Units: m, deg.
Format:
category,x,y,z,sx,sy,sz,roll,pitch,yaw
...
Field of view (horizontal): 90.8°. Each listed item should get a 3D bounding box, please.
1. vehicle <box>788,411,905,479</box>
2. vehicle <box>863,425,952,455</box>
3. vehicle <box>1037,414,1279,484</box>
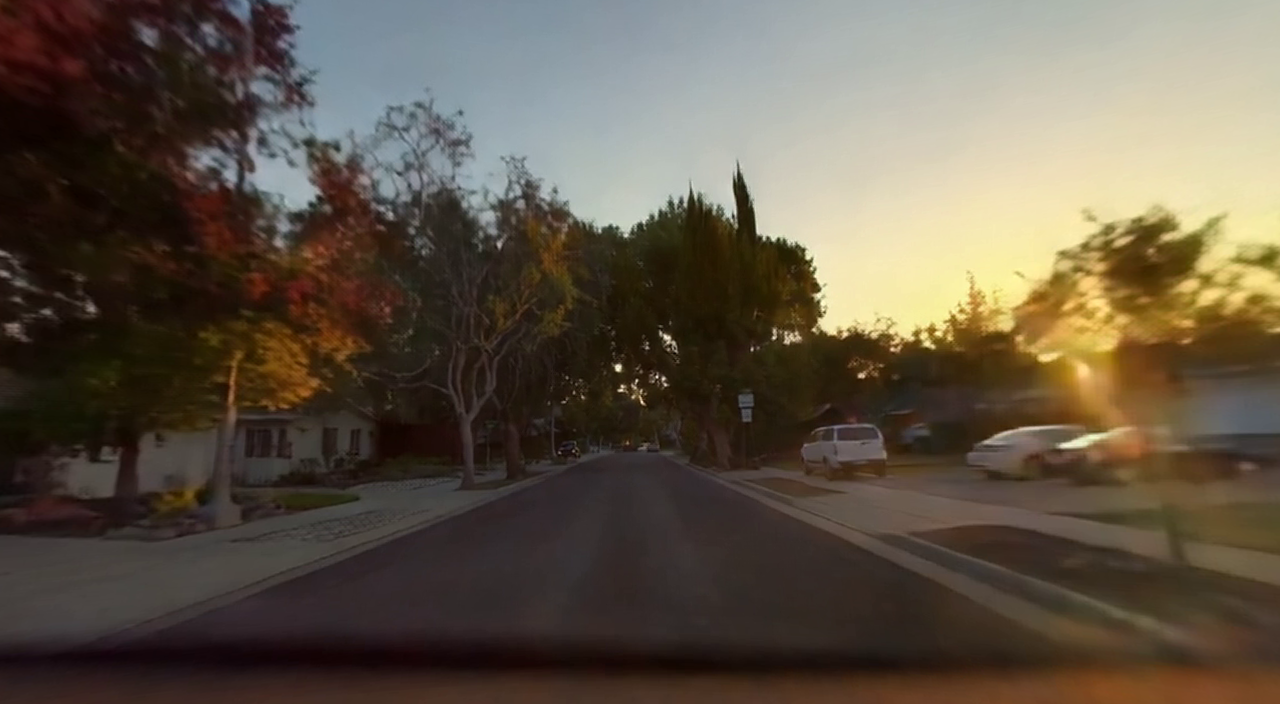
category,x,y,z,sx,sy,sz,roll,pitch,yaw
vehicle,6.928,3.218,21.898,2.233,1.923,4.848,-4,-8,-2
vehicle,14.714,4.866,34.912,4.045,1.570,1.864,0,-8,0
vehicle,12.136,2.211,14.538,4.686,1.466,1.869,0,-8,0
